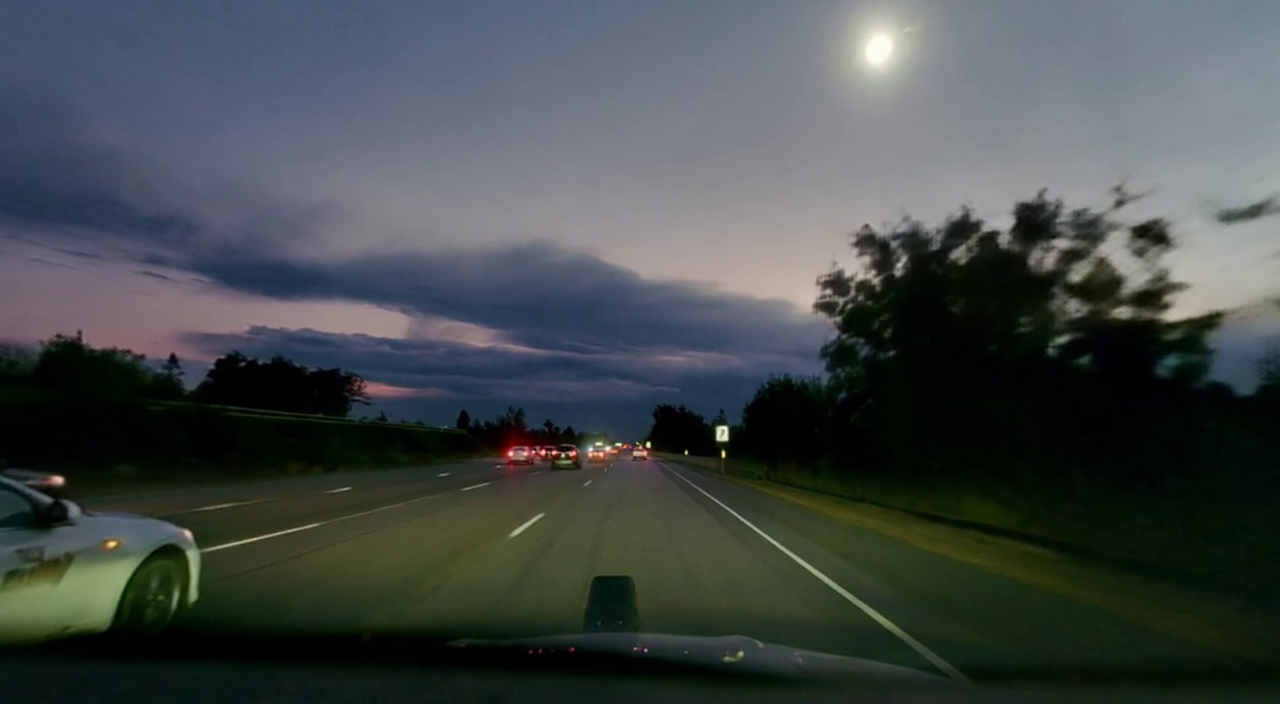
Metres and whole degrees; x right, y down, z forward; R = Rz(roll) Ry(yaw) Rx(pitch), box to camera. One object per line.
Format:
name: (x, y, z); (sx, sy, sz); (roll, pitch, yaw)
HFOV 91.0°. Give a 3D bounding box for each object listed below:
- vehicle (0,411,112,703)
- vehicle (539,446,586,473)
vehicle: (-3.770, 0.740, 1.001); (1.965, 1.485, 4.460); (0, -9, 0)
vehicle: (-4.319, 6.112, 35.936); (2.120, 1.458, 4.031); (0, -9, 1)
